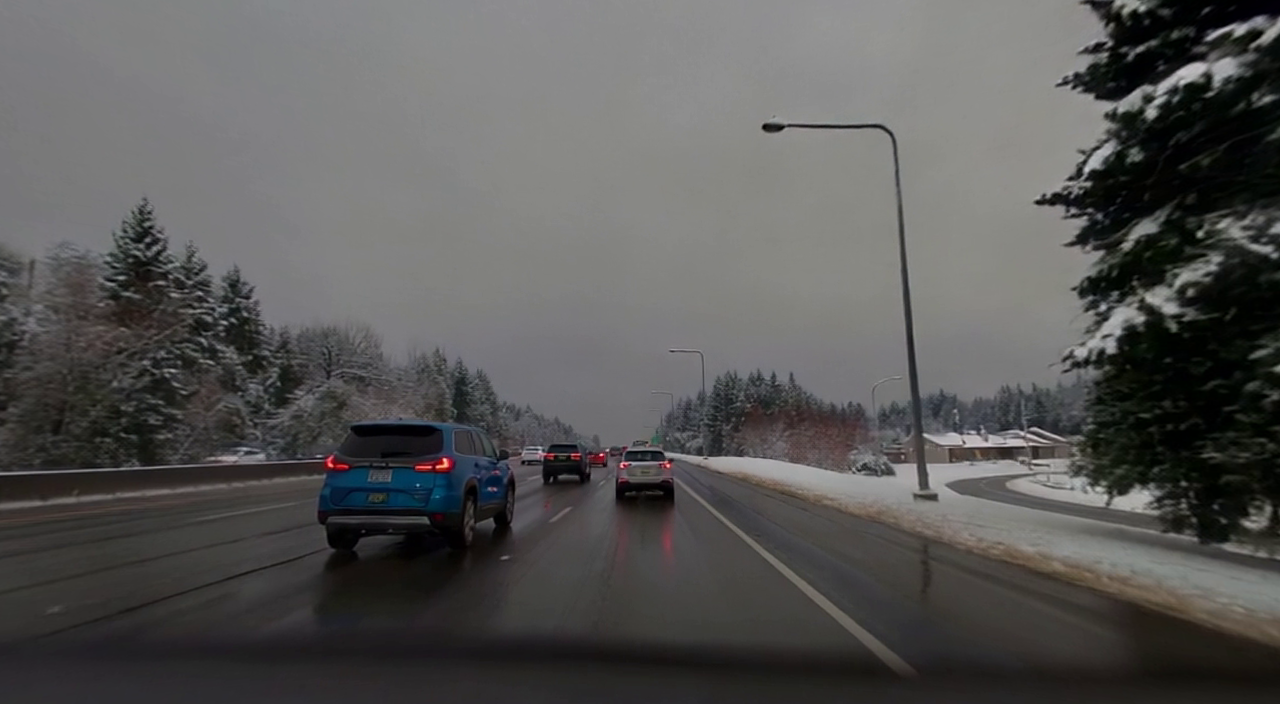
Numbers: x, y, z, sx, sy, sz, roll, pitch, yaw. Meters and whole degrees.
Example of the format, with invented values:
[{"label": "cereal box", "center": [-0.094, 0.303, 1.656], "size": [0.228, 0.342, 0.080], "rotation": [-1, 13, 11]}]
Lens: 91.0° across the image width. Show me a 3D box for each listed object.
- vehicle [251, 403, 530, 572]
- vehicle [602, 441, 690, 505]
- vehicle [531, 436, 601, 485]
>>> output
[{"label": "vehicle", "center": [-3.050, 1.772, 8.890], "size": [2.123, 1.798, 4.108], "rotation": [0, -9, 2]}, {"label": "vehicle", "center": [0.126, 3.162, 16.889], "size": [2.068, 1.488, 4.045], "rotation": [0, -9, -1]}, {"label": "vehicle", "center": [-2.845, 4.346, 25.468], "size": [2.125, 1.771, 4.721], "rotation": [0, -9, 2]}]
